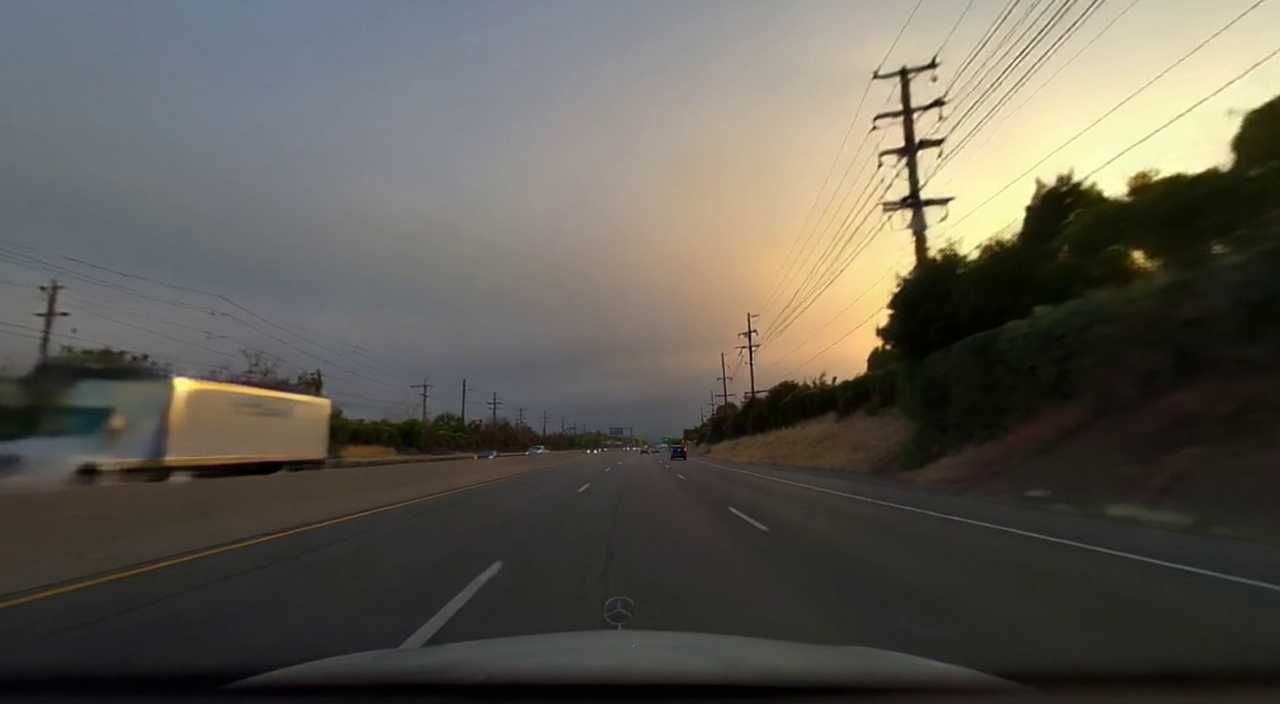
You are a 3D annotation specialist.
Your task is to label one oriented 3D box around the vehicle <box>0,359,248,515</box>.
[{"bbox_3d":[-15.027,2.479,18.273,3.396,3.812,5.547,1,-9,0],"label":"vehicle"}]
